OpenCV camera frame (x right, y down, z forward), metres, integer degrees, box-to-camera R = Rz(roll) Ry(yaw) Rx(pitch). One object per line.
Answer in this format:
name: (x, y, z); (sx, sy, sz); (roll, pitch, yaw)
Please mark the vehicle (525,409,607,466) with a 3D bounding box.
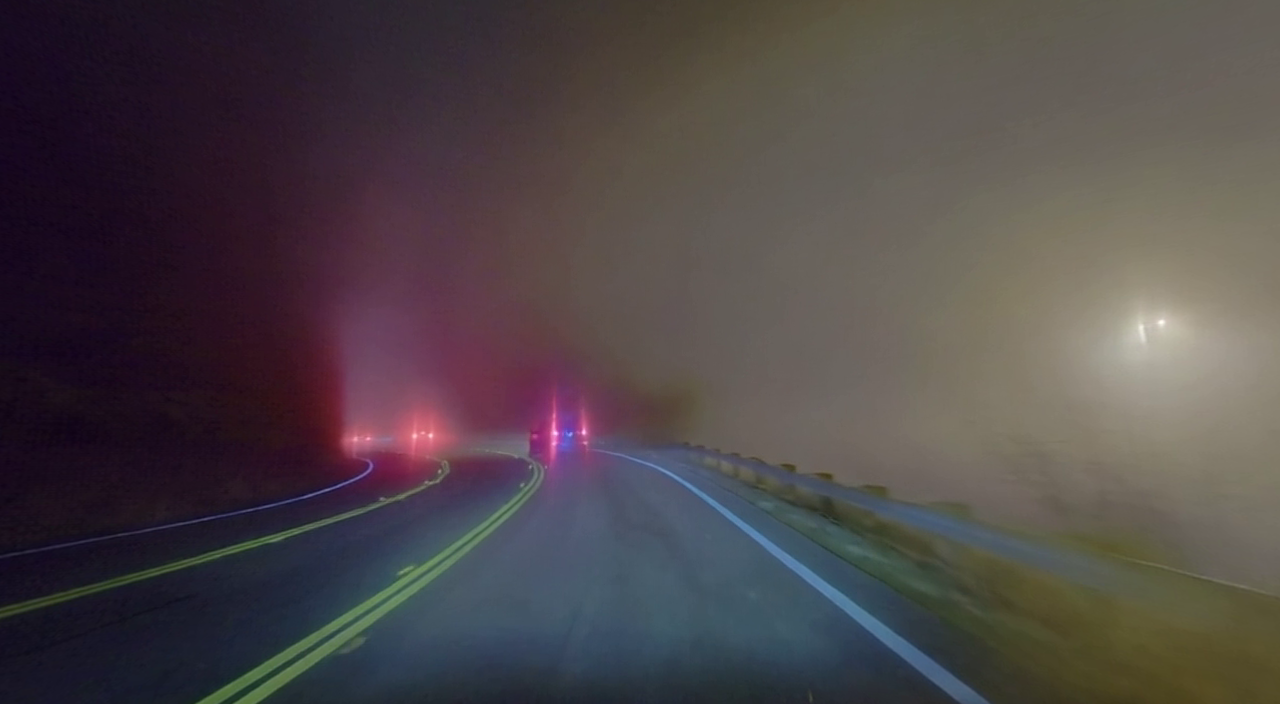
vehicle: (-3.210, 3.563, 26.059); (2.500, 1.961, 5.637); (-1, -8, -15)
